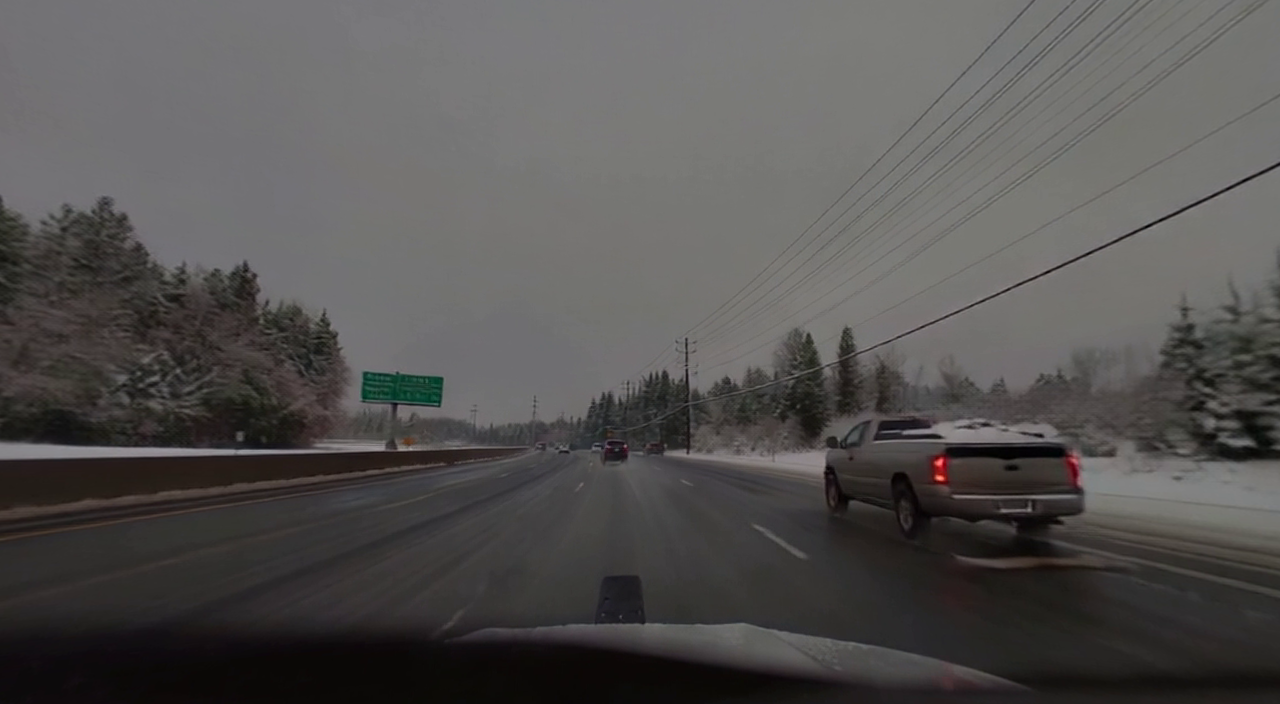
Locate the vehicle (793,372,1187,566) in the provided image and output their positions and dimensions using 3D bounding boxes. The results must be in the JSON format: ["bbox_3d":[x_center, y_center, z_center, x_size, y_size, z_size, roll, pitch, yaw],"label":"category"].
[{"bbox_3d":[4.438,1.666,9.729,2.504,2.033,5.979,0,-8,-2],"label":"vehicle"}]

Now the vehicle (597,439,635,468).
[{"bbox_3d":[-1.574,6.337,39.588,2.188,1.714,3.921,1,-8,-5],"label":"vehicle"}]
